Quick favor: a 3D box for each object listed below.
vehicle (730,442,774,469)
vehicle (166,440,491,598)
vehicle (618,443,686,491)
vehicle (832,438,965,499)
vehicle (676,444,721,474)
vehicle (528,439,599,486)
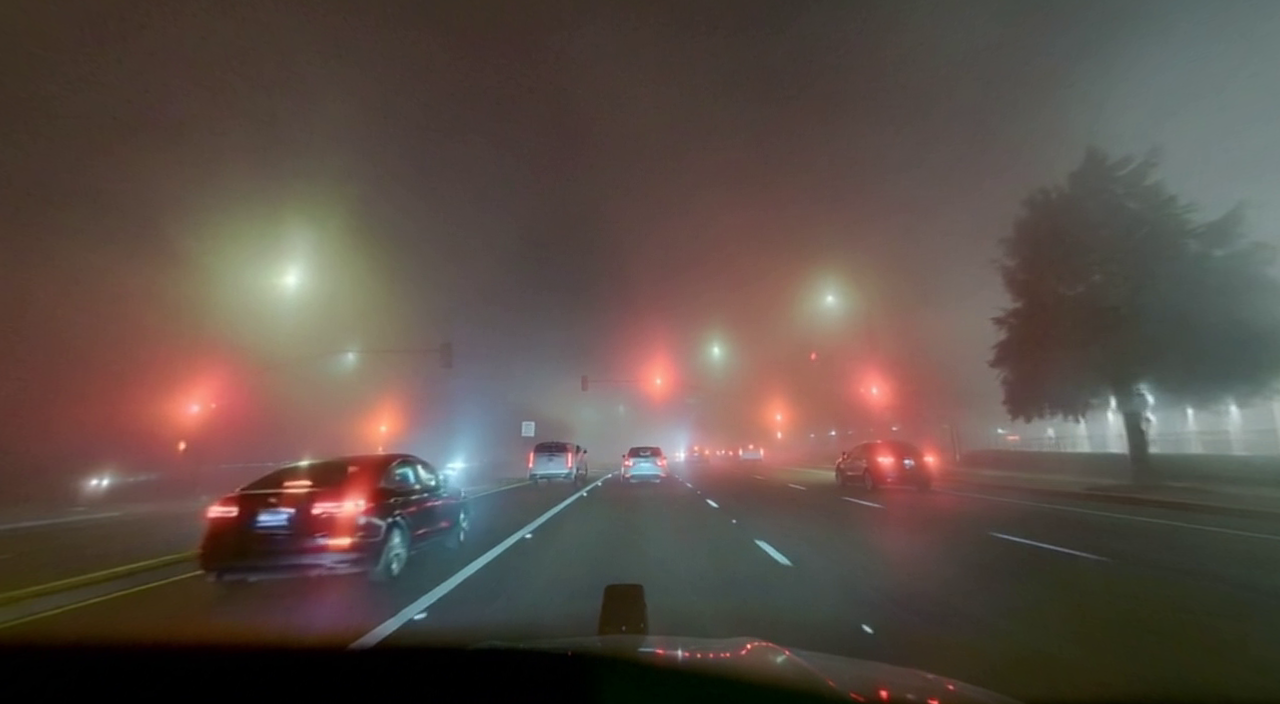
[{"bbox_3d":[7.393,6.851,41.927,2.044,1.701,4.397,0,-8,-1],"label":"vehicle"},{"bbox_3d":[-3.489,1.911,8.235,1.938,1.472,4.399,0,-8,1],"label":"vehicle"},{"bbox_3d":[0.366,3.851,21.456,2.096,1.473,3.893,0,-8,0],"label":"vehicle"},{"bbox_3d":[7.165,3.242,18.057,1.892,1.515,4.400,0,-8,0],"label":"vehicle"},{"bbox_3d":[3.049,5.713,33.880,1.988,1.528,4.144,0,-8,0],"label":"vehicle"},{"bbox_3d":[-2.916,4.319,25.032,2.219,1.699,4.090,0,-8,1],"label":"vehicle"}]
